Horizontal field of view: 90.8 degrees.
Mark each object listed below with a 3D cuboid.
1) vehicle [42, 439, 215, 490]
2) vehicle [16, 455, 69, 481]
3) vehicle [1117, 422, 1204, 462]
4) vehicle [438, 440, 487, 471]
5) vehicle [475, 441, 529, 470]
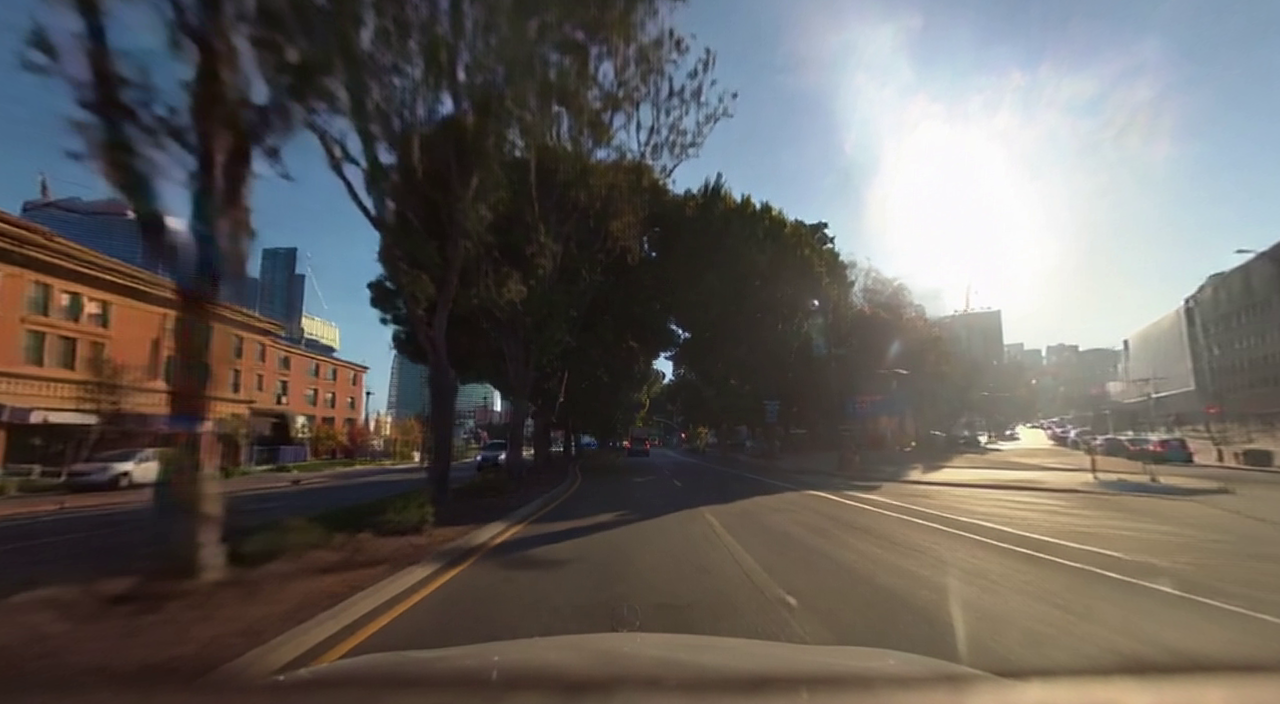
[{"bbox_3d":[-22.976,5.051,28.812,5.745,1.920,2.281,3,-9,-29],"label":"vehicle"},{"bbox_3d":[-37.364,7.193,39.477,3.953,1.457,1.920,-8,-11,41],"label":"vehicle"},{"bbox_3d":[31.256,5.450,38.189,2.541,2.248,5.629,-4,-9,24],"label":"vehicle"},{"bbox_3d":[-10.621,6.216,38.059,1.857,1.744,3.886,0,-8,-1],"label":"vehicle"},{"bbox_3d":[-7.517,5.656,34.765,1.999,1.478,4.441,0,-8,0],"label":"vehicle"}]
